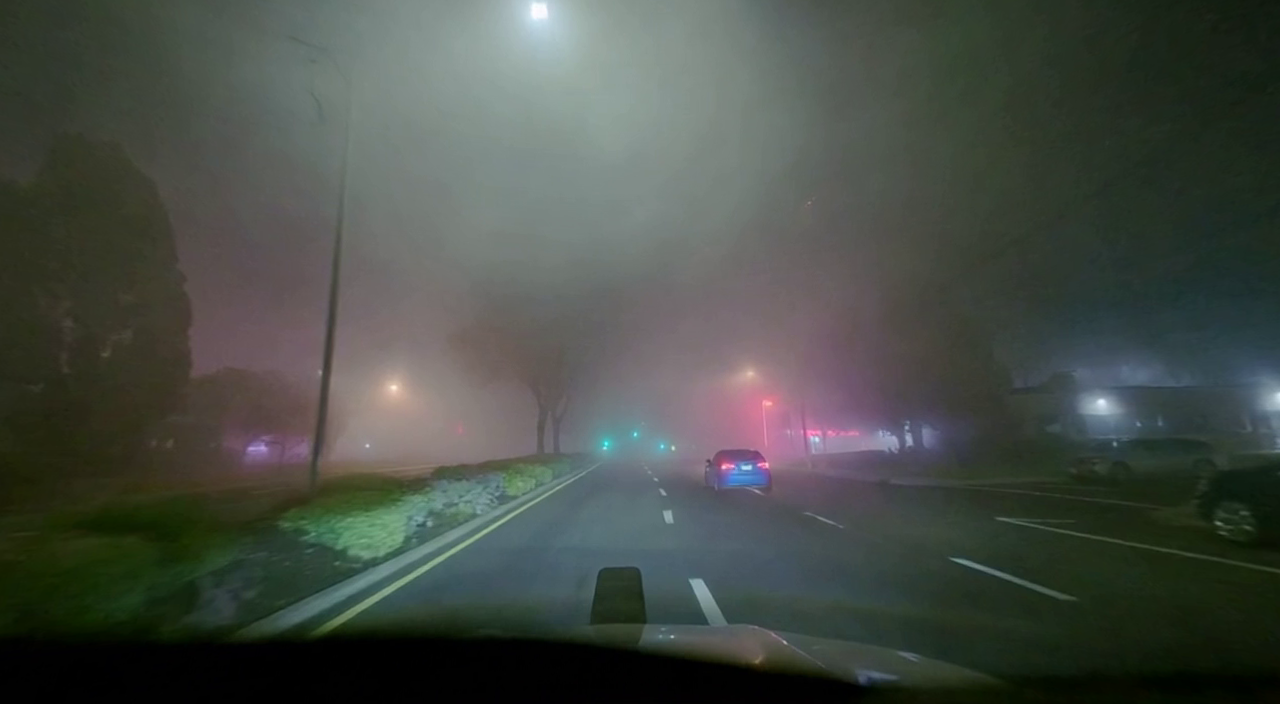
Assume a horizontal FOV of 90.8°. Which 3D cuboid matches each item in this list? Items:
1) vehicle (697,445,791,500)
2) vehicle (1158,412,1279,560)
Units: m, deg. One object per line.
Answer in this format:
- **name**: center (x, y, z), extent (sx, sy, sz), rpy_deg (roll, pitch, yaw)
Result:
- **vehicle**: center (2.900, 3.467, 18.678), extent (1.929, 1.411, 4.284), rpy_deg (0, -9, -2)
- **vehicle**: center (9.738, 1.578, 7.094), extent (2.651, 1.914, 5.992), rpy_deg (0, -9, -1)
